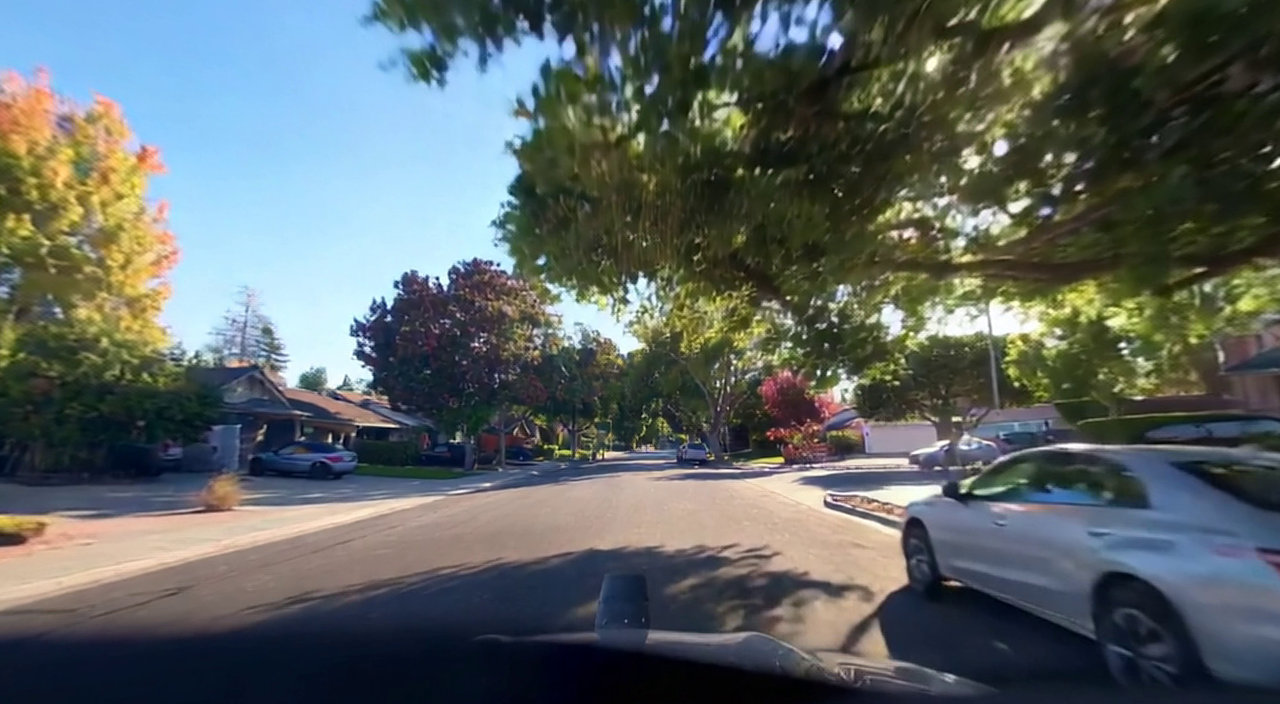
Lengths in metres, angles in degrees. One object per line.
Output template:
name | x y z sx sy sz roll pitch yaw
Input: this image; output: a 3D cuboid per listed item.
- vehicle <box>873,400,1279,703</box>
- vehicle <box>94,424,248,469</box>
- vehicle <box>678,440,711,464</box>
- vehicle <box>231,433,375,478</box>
vehicle | 3.663 1.295 4.673 1.928 1.567 4.900 0 -9 -1
vehicle | -18.458 3.751 24.971 4.530 1.678 1.994 -1 -8 2
vehicle | 4.130 7.668 48.383 2.046 1.760 4.570 0 -9 -1
vehicle | -13.191 4.076 24.909 4.543 1.691 1.957 0 -9 0
